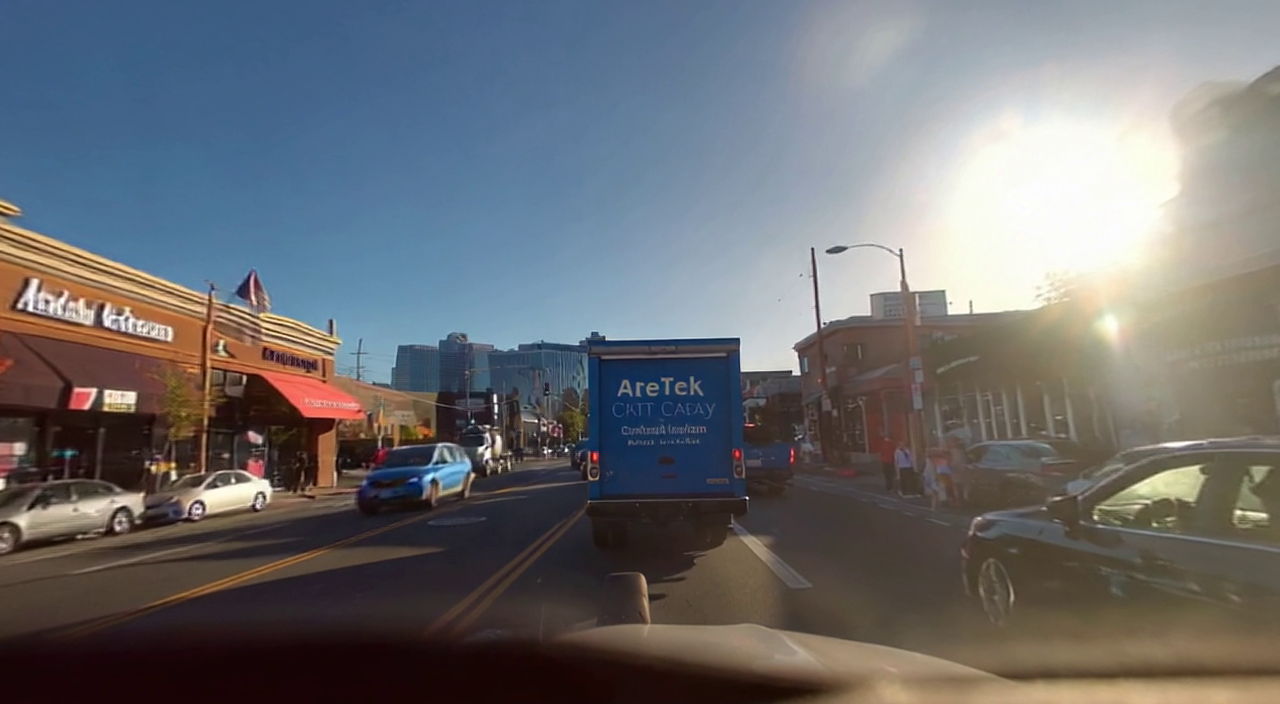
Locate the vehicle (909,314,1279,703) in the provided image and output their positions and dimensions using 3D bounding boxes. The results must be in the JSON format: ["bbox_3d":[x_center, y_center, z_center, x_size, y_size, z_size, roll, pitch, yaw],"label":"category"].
[{"bbox_3d":[3.388,0.897,3.153,2.104,1.786,4.498,0,-9,1],"label":"vehicle"}]

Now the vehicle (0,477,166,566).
[{"bbox_3d":[-13.494,3.740,14.342,1.901,1.508,4.405,0,-9,-1],"label":"vehicle"}]

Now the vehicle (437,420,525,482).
[{"bbox_3d":[-9.058,5.797,36.940,2.883,3.199,7.964,0,-9,2],"label":"vehicle"}]

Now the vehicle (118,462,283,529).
[{"bbox_3d":[-13.372,4.347,19.515,1.943,1.682,4.365,0,-9,0],"label":"vehicle"}]

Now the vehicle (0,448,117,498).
[{"bbox_3d":[-27.936,5.794,30.174,3.961,1.764,1.952,-6,-5,2],"label":"vehicle"}]

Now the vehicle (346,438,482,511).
[{"bbox_3d":[-5.940,3.243,17.170,2.046,1.711,4.320,0,-9,1],"label":"vehicle"}]

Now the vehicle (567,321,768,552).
[{"bbox_3d":[0.242,1.505,11.111,2.517,2.926,6.177,0,-9,-2],"label":"vehicle"}]
